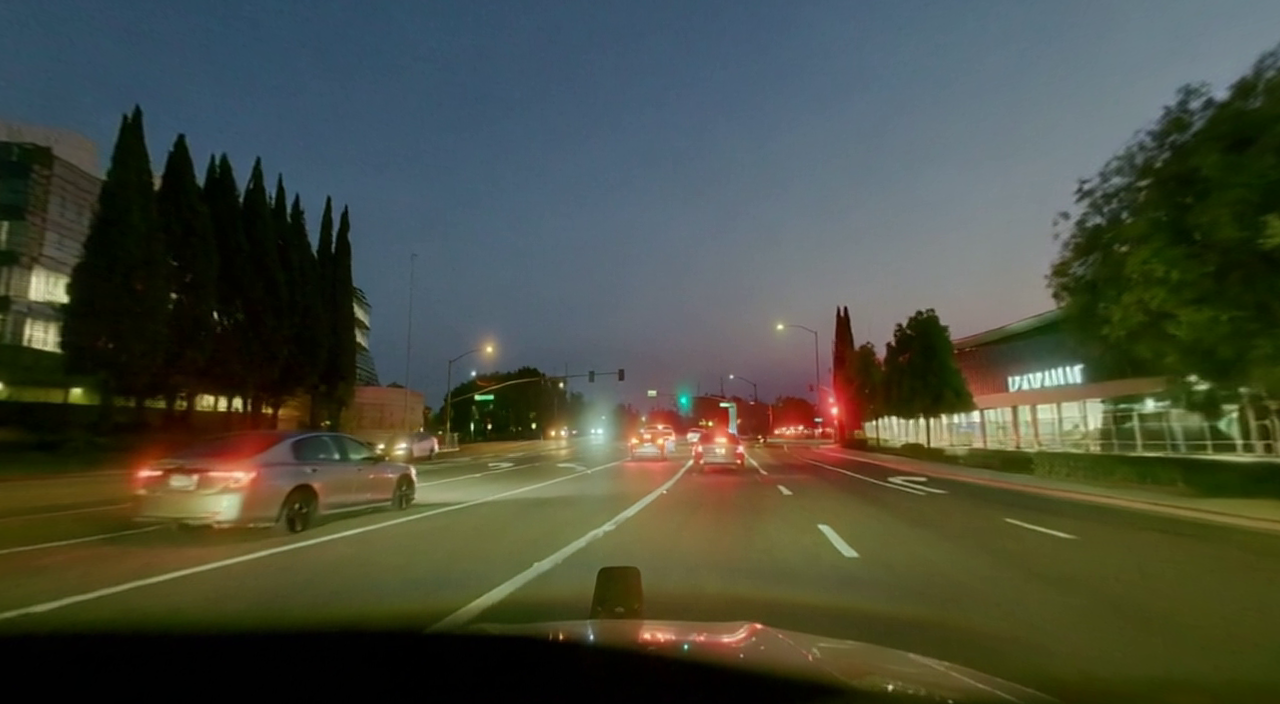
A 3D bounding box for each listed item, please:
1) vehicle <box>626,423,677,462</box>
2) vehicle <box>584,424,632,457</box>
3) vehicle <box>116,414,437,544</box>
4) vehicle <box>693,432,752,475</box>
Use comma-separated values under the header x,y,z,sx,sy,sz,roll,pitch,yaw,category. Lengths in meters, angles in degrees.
x,y,z,sx,sy,sz,roll,pitch,yaw,category
0.681,4.751,33.062,2.188,1.892,4.488,-1,-9,7,vehicle
-1.807,5.273,37.374,2.078,1.787,5.006,-1,-9,6,vehicle
-5.033,1.816,9.594,2.010,1.515,4.152,-1,-9,8,vehicle
3.282,3.987,24.920,2.109,1.500,4.585,-1,-9,8,vehicle
